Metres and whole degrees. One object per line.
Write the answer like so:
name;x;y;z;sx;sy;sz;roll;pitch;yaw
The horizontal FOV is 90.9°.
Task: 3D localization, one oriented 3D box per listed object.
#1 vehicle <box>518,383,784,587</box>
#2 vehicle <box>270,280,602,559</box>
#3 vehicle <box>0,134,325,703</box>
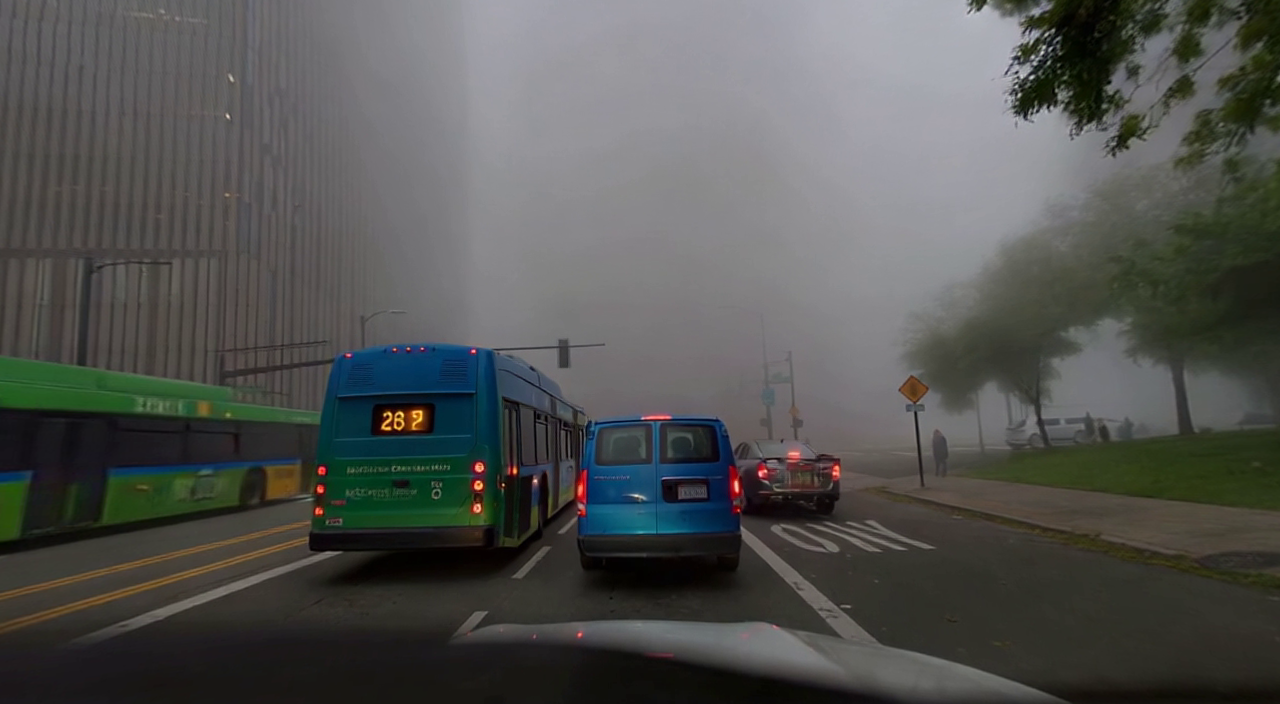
vehicle;0.134;1.581;8.172;2.500;1.912;4.270;0;-9;1
vehicle;-2.896;1.808;14.596;3.042;3.445;13.615;0;-9;1
vehicle;-2.751;0.316;0.203;2.329;2.089;5.659;0;-9;0
